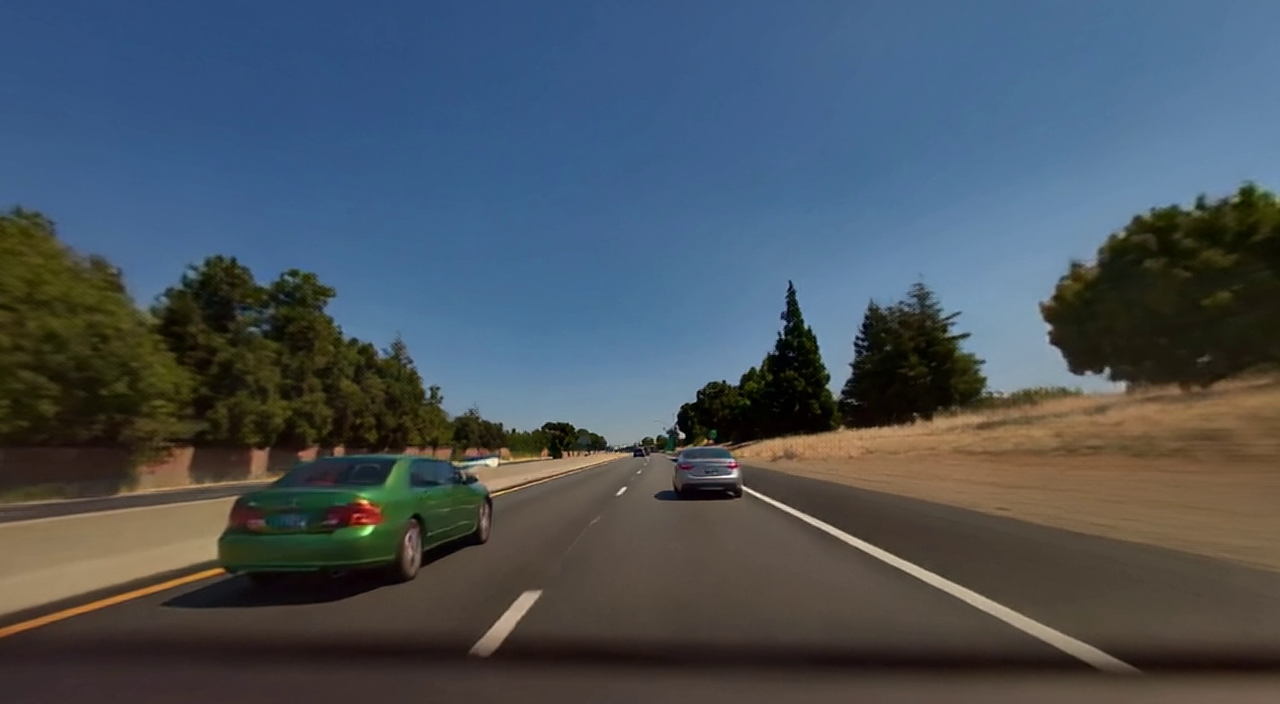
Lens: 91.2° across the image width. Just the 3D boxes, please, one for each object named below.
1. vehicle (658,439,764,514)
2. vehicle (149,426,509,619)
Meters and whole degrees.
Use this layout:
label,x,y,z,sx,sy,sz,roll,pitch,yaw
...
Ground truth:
label,x,y,z,sx,sy,sz,roll,pitch,yaw
vehicle,1.541,2.910,15.125,2.021,1.533,4.014,0,-9,-1
vehicle,-3.001,1.729,7.339,2.083,1.548,4.251,0,-9,-1
